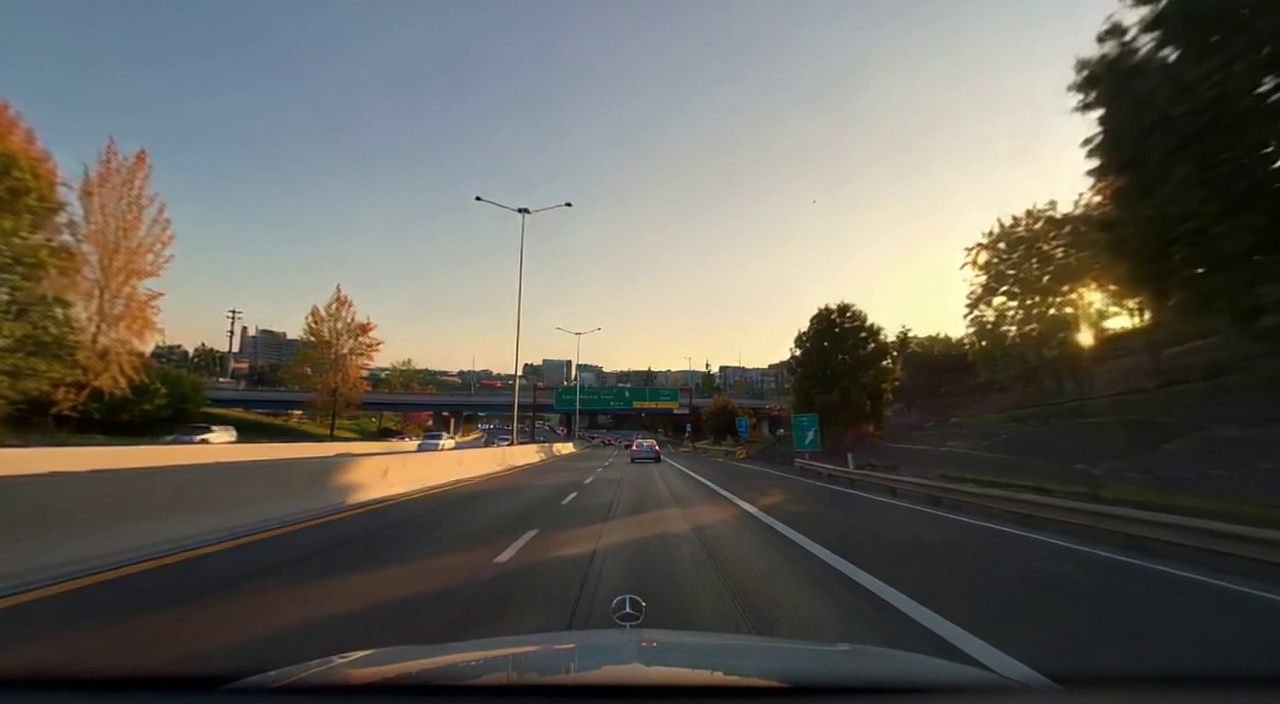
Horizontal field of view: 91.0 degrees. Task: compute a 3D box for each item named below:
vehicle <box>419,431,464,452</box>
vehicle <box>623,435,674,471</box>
[{"bbox_3d":[-15.031,6.796,47.831,1.880,1.535,4.651,1,-8,0],"label":"vehicle"},{"bbox_3d":[0.369,4.535,28.466,2.130,1.512,4.057,0,-8,0],"label":"vehicle"}]
